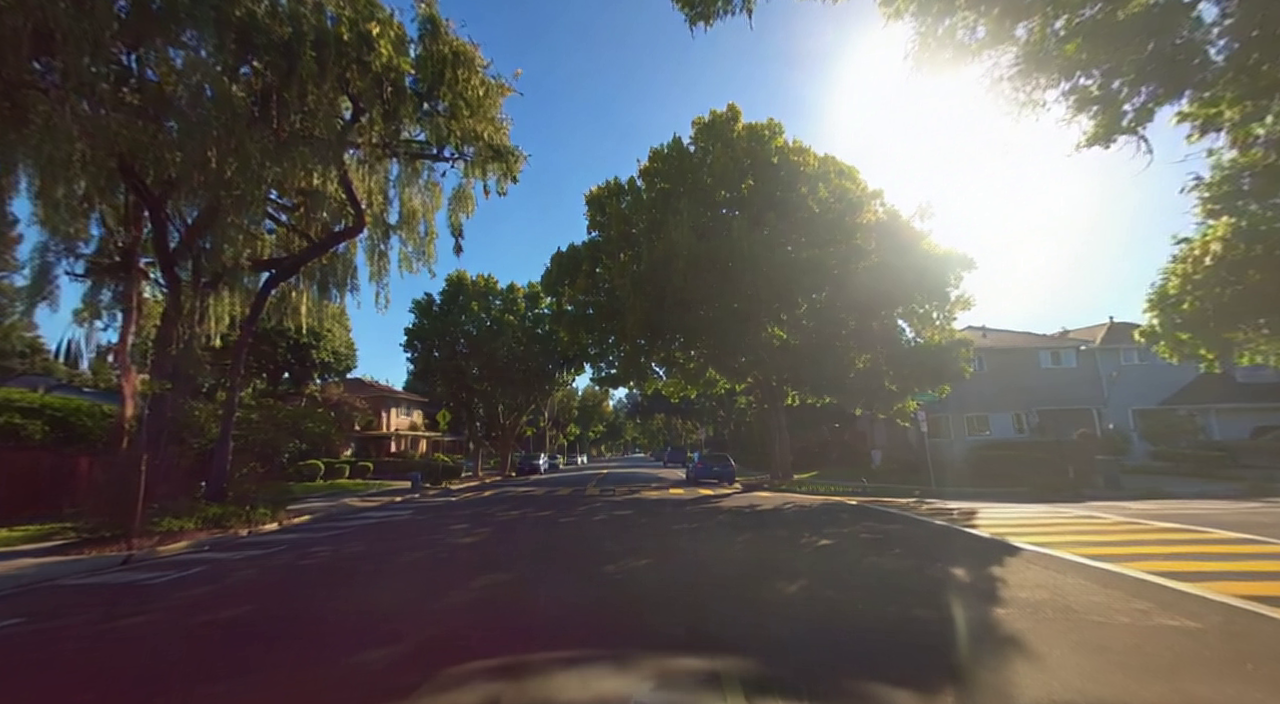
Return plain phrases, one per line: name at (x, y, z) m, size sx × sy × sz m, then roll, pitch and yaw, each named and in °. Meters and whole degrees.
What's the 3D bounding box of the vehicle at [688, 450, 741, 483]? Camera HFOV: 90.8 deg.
vehicle at (3.629, 5.633, 31.460) m, size 1.961 × 1.472 × 4.434 m, roll 0°, pitch -9°, yaw -2°
